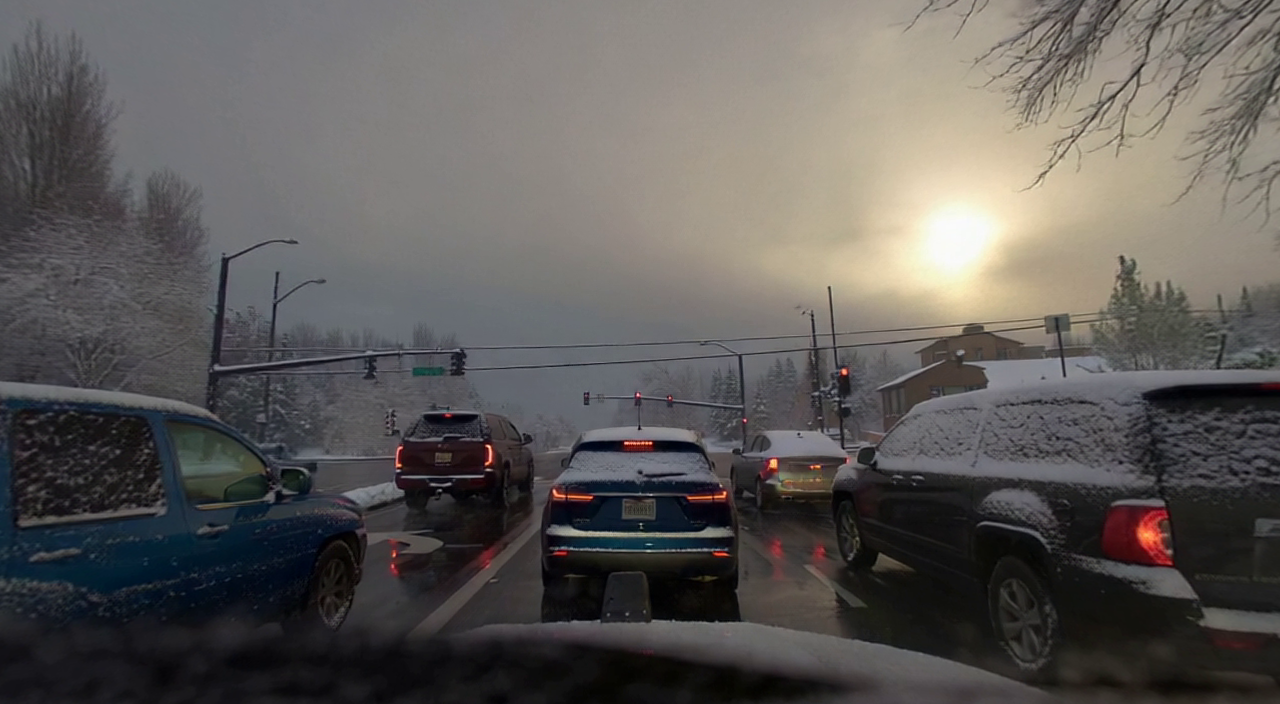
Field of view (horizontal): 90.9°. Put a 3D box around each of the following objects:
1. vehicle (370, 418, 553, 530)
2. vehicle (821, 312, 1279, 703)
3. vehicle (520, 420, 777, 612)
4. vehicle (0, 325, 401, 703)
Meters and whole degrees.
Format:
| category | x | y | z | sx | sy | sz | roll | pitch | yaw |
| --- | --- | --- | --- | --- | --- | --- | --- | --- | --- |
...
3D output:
| category | x | y | z | sx | sy | sz | roll | pitch | yaw |
| --- | --- | --- | --- | --- | --- | --- | --- | --- | --- |
| vehicle | -3.184 | 2.300 | 12.444 | 2.117 | 1.772 | 4.619 | 0 | -8 | 2 |
| vehicle | 3.216 | 1.096 | 4.722 | 2.141 | 1.833 | 4.704 | 0 | -8 | -2 |
| vehicle | 0.028 | 1.587 | 7.011 | 2.021 | 1.490 | 3.948 | 0 | -8 | -1 |
| vehicle | -3.123 | 0.956 | 3.306 | 1.982 | 1.721 | 4.261 | 0 | -8 | 1 |
